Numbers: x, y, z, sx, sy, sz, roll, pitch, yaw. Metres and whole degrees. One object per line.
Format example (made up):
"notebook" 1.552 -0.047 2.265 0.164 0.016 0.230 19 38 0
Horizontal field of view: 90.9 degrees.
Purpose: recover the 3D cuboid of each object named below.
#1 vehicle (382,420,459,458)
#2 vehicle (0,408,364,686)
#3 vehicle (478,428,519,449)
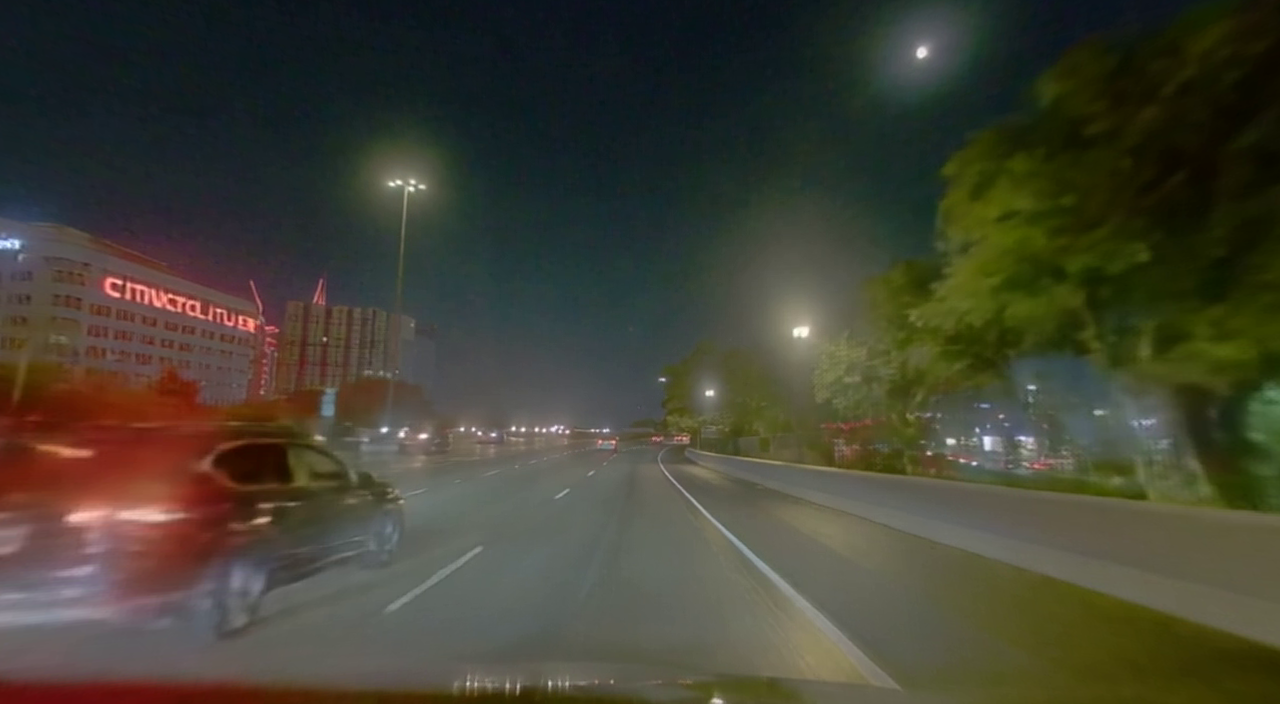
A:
"vehicle" -10.357 4.154 30.117 1.926 1.650 4.593 -1 -8 2
"vehicle" -4.380 1.320 5.284 2.035 1.460 4.497 -1 -8 1
"vehicle" -10.352 6.402 46.435 1.893 1.443 4.334 -1 -8 2
